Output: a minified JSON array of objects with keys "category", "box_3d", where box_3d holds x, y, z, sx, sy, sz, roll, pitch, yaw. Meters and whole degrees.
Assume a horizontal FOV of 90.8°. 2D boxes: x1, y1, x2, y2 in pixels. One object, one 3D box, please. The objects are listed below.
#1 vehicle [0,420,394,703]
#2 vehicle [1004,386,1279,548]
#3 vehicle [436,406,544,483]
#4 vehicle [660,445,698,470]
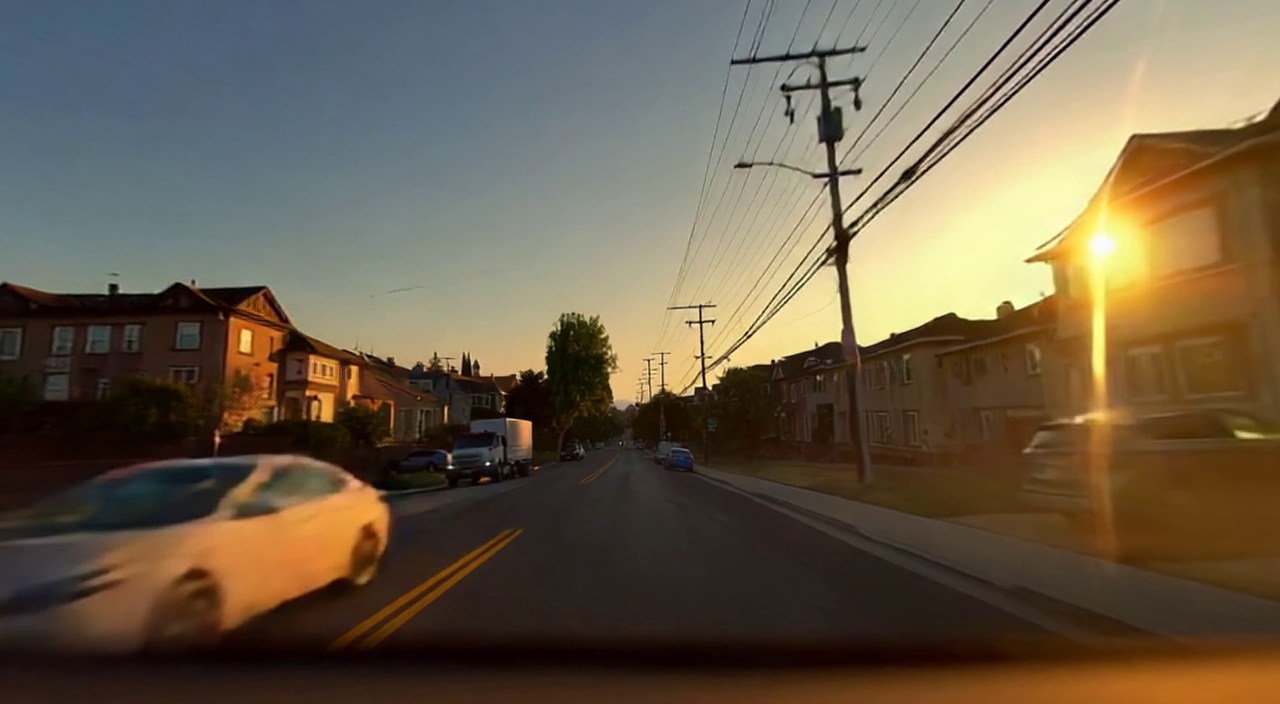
[{"category":"vehicle","box_3d":[-3.591,1.321,4.522,1.912,1.491,4.375,0,-8,0]},{"category":"vehicle","box_3d":[8.046,1.445,8.549,4.836,1.806,2.121,-2,-8,-2]},{"category":"vehicle","box_3d":[-6.932,4.526,30.652,3.197,3.187,7.847,-1,-9,1]},{"category":"vehicle","box_3d":[2.331,6.475,39.053,1.890,1.463,4.952,0,-8,-2]}]
